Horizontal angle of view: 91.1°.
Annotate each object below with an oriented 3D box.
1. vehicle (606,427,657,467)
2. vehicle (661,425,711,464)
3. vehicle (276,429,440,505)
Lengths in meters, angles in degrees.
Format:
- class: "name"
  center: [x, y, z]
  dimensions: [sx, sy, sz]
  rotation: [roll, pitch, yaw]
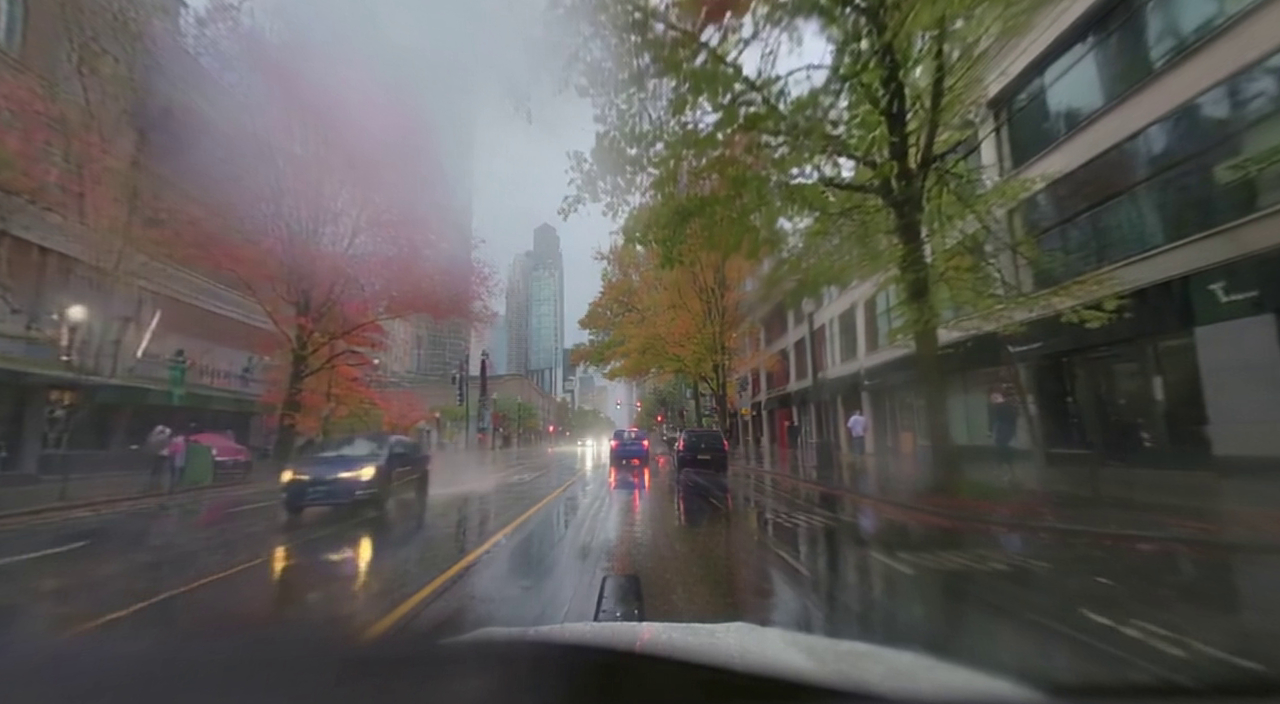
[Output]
- class: "vehicle"
  center: [-0.442, 4.491, 29.908]
  dimensions: [2.274, 1.736, 4.083]
  rotation: [0, -8, -2]
- class: "vehicle"
  center: [2.430, 5.016, 34.274]
  dimensions: [2.147, 1.968, 4.478]
  rotation: [1, -8, -3]
- class: "vehicle"
  center: [-6.341, 2.598, 14.839]
  dimensions: [2.121, 1.489, 4.430]
  rotation: [1, -8, -5]
